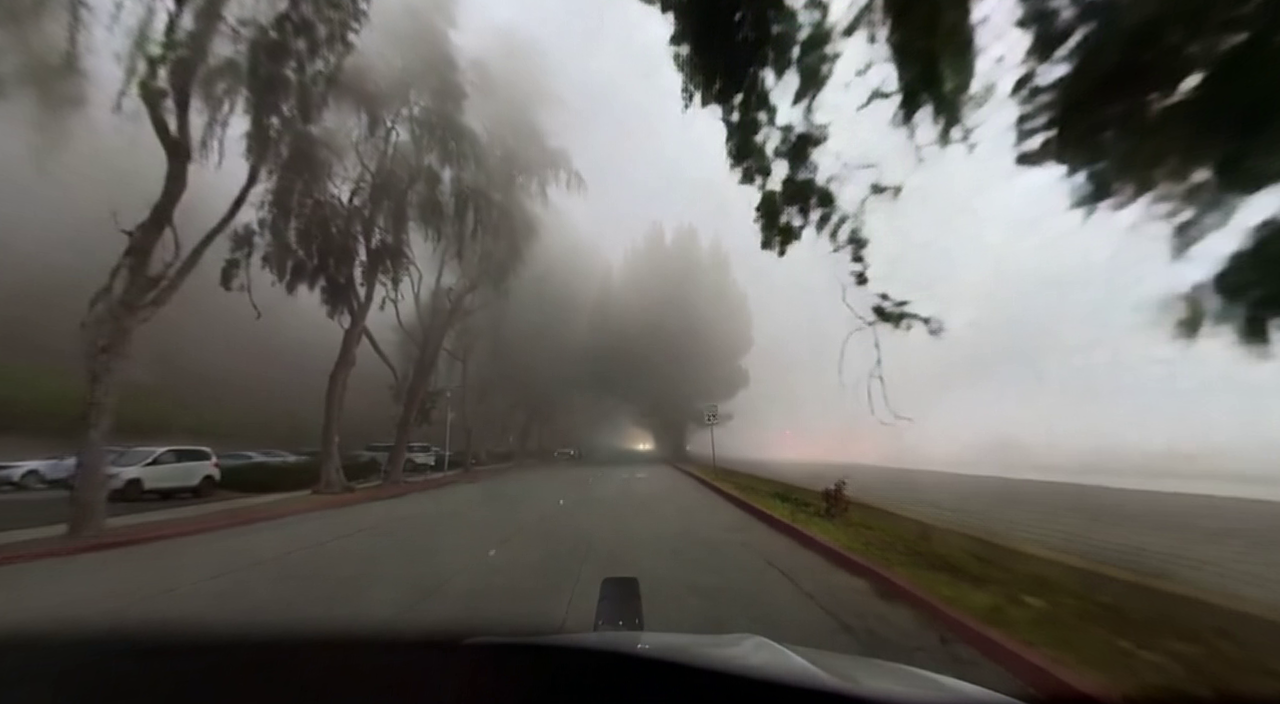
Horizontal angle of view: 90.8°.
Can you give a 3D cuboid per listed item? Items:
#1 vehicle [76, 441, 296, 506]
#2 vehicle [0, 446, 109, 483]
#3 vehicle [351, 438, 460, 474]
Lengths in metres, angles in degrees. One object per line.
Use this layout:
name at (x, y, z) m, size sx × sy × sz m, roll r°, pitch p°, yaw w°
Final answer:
vehicle at (-13.184, 3.519, 18.609) m, size 4.870 × 1.767 × 2.120 m, roll -1°, pitch -8°, yaw 2°
vehicle at (-26.879, 4.960, 28.071) m, size 4.736 × 1.516 × 1.937 m, roll 0°, pitch -8°, yaw 0°
vehicle at (-13.585, 6.074, 36.887) m, size 5.428 × 1.908 × 2.196 m, roll 1°, pitch -8°, yaw -1°
